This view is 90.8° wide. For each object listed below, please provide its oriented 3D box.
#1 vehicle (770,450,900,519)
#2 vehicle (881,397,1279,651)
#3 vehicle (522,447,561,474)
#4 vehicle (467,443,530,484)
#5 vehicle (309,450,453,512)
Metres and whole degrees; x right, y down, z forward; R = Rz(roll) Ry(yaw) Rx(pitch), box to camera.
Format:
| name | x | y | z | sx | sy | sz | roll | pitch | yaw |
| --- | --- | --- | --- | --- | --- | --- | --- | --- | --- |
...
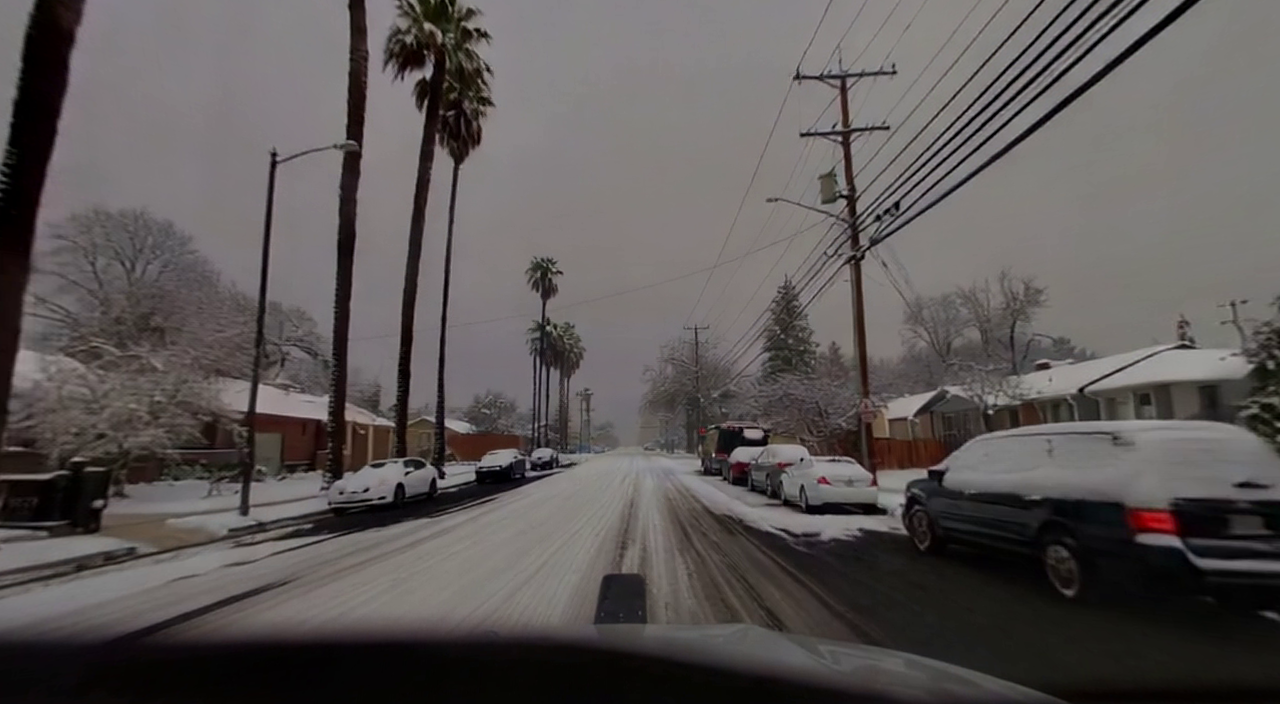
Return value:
| name | x | y | z | sx | sy | sz | roll | pitch | yaw |
| --- | --- | --- | --- | --- | --- | --- | --- | --- | --- |
| vehicle | 4.824 | 3.313 | 16.358 | 1.795 | 1.424 | 4.327 | -3 | -9 | -2 |
| vehicle | 4.765 | 1.626 | 7.101 | 2.115 | 1.826 | 4.871 | 1 | -9 | -1 |
| vehicle | -6.848 | 7.587 | 44.462 | 2.085 | 1.770 | 4.429 | 0 | -9 | 0 |
| vehicle | -7.221 | 5.716 | 32.799 | 2.077 | 1.888 | 4.551 | -1 | -8 | 2 |
| vehicle | -7.039 | 3.530 | 17.827 | 2.013 | 1.483 | 4.645 | 0 | -9 | 1 |
